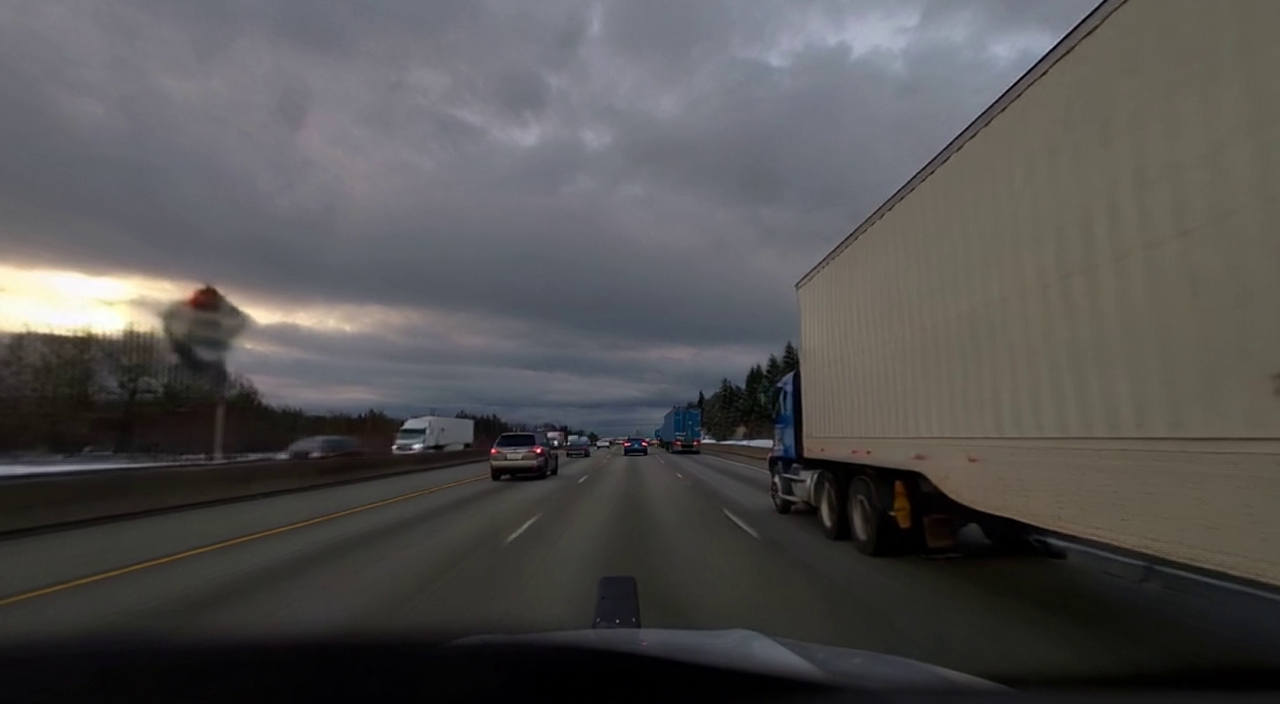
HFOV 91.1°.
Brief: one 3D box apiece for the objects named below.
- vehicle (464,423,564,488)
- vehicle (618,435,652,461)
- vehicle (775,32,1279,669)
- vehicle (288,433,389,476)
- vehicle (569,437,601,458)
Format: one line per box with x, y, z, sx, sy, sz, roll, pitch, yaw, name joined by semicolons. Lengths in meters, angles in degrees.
-3.544;3.006;18.632;2.054;1.671;4.445;0;-8;0;vehicle
-0.369;6.206;40.978;2.088;1.567;4.240;0;-8;-2;vehicle
3.692;0.274;6.656;3.009;3.673;6.099;1;-7;-1;vehicle
-12.046;4.083;25.475;1.916;1.568;4.418;0;-8;0;vehicle
-4.045;7.098;47.010;2.021;1.514;4.190;0;-8;0;vehicle
